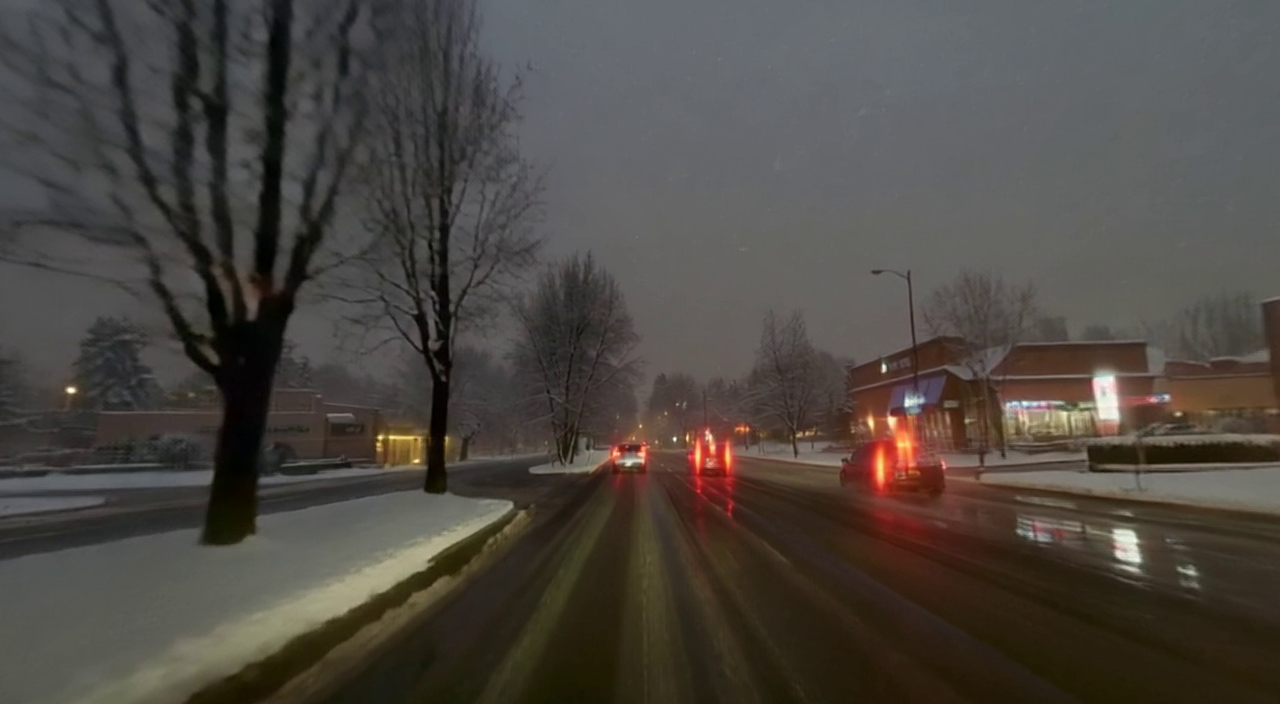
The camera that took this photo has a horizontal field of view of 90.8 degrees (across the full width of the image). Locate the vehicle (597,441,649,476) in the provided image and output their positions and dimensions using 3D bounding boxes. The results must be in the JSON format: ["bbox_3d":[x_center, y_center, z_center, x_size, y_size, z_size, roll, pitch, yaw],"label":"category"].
[{"bbox_3d":[-0.763,4.891,29.237,2.242,1.474,4.127,0,-8,-1],"label":"vehicle"}]

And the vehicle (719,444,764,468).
[{"bbox_3d":[6.434,6.609,40.338,2.068,1.393,3.874,0,-8,-2],"label":"vehicle"}]

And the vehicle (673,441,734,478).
[{"bbox_3d":[2.699,4.706,27.962,2.057,1.491,4.675,0,-8,-2],"label":"vehicle"}]
